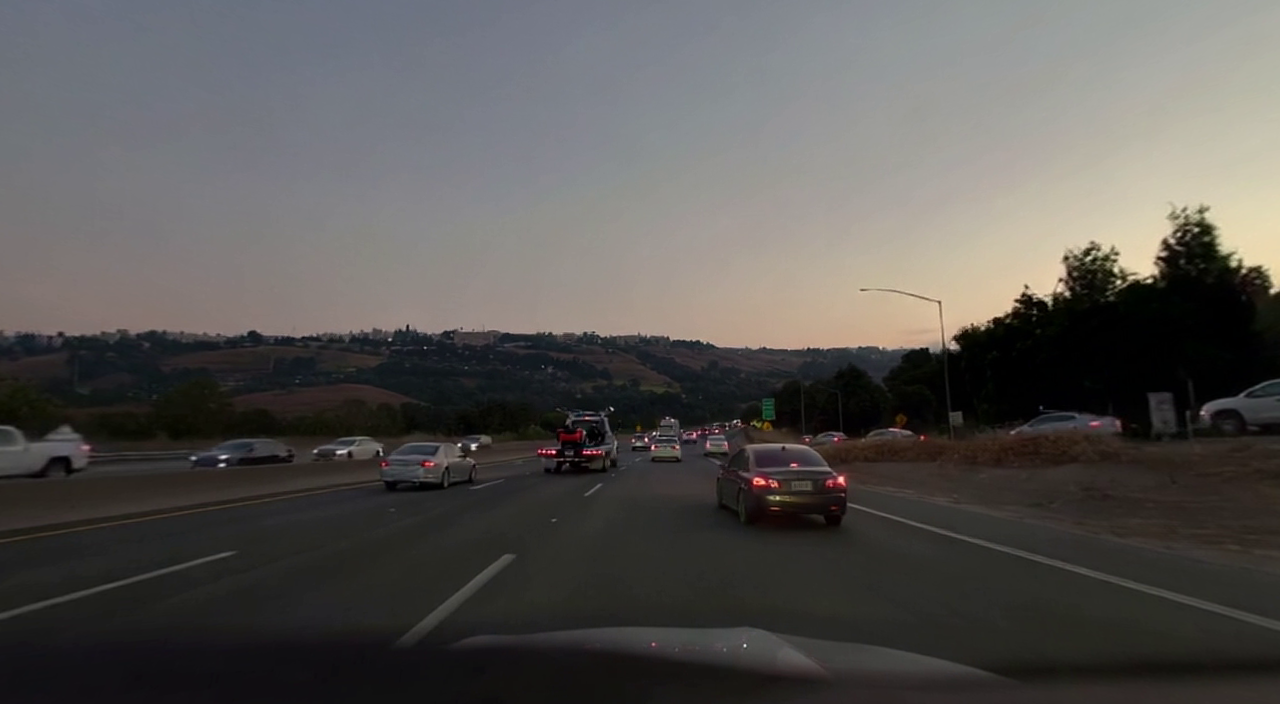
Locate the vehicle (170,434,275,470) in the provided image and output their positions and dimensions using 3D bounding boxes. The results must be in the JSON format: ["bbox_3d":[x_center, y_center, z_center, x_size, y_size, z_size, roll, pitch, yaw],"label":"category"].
[{"bbox_3d":[-22.643,5.451,34.499,2.029,1.808,4.953,-1,-8,4],"label":"vehicle"}]

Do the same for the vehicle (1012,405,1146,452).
[{"bbox_3d":[16.809,3.003,24.449,2.034,1.647,4.188,0,-8,-3],"label":"vehicle"}]

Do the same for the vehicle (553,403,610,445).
[{"bbox_3d":[-2.483,3.246,27.826,1.893,1.674,4.766,0,-8,2],"label":"vehicle"}]

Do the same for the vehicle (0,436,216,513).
[{"bbox_3d":[-12.572,2.852,15.195,1.869,1.603,3.861,0,-8,3],"label":"vehicle"}]

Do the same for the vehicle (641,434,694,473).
[{"bbox_3d":[1.171,4.262,26.673,2.079,1.499,3.915,0,-8,3],"label":"vehicle"}]

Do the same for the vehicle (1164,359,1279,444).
[{"bbox_3d":[13.289,0.999,12.470,1.979,1.616,4.268,1,-8,-4],"label":"vehicle"}]

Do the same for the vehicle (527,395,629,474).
[{"bbox_3d":[-2.424,3.879,29.119,3.162,2.955,10.282,0,-8,3],"label":"vehicle"}]

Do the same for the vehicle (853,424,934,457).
[{"bbox_3d":[11.989,4.218,30.116,1.930,1.454,4.126,1,-8,-4],"label":"vehicle"}]

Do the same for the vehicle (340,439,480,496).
[{"bbox_3d":[-6.317,3.218,18.089,1.964,1.395,4.948,0,-8,3],"label":"vehicle"}]

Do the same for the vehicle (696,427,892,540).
[{"bbox_3d":[2.245,2.072,10.598,2.040,1.481,4.260,0,-8,-3],"label":"vehicle"}]
